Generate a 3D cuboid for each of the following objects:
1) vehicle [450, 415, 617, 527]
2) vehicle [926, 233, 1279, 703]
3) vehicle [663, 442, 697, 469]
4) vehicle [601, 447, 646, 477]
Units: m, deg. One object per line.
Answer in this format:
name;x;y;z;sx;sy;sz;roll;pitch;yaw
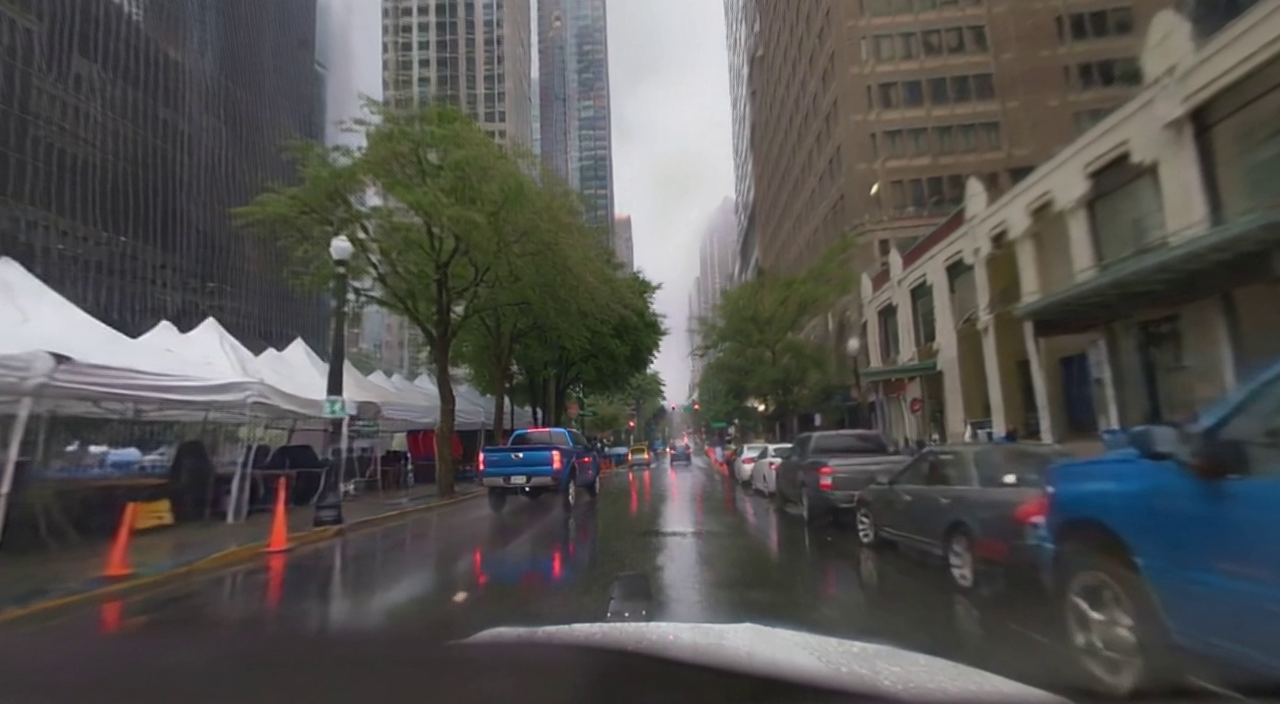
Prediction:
vehicle;-1.999;2.549;14.042;2.452;1.954;5.653;-1;-9;3
vehicle;2.835;0.540;1.454;2.186;1.800;4.723;-1;-9;1
vehicle;2.796;7.214;44.097;2.183;1.784;4.317;-1;-9;3
vehicle;-0.843;5.862;33.968;1.895;1.489;4.328;-1;-9;5
